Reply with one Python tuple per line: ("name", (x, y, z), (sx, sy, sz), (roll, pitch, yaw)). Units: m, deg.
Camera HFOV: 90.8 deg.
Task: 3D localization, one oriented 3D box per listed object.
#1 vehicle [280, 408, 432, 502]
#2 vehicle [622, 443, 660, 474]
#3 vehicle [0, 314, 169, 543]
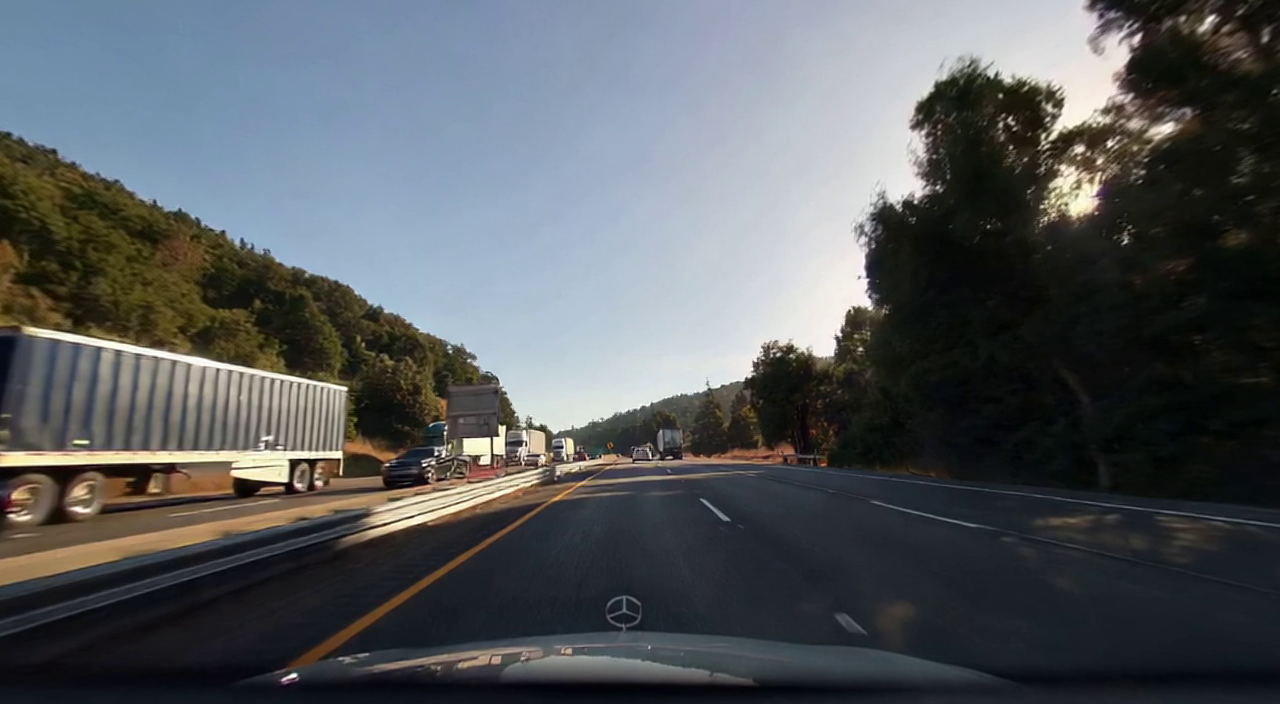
("vehicle", (-8.760, 3.266, 20.250), (2.206, 2.572, 5.674), (0, -9, -1))
("vehicle", (0.036, 6.252, 37.134), (2.137, 1.689, 4.051), (0, -9, -1))
("vehicle", (-12.908, 1.445, 11.691), (3.161, 4.011, 6.480), (0, -9, -1))
